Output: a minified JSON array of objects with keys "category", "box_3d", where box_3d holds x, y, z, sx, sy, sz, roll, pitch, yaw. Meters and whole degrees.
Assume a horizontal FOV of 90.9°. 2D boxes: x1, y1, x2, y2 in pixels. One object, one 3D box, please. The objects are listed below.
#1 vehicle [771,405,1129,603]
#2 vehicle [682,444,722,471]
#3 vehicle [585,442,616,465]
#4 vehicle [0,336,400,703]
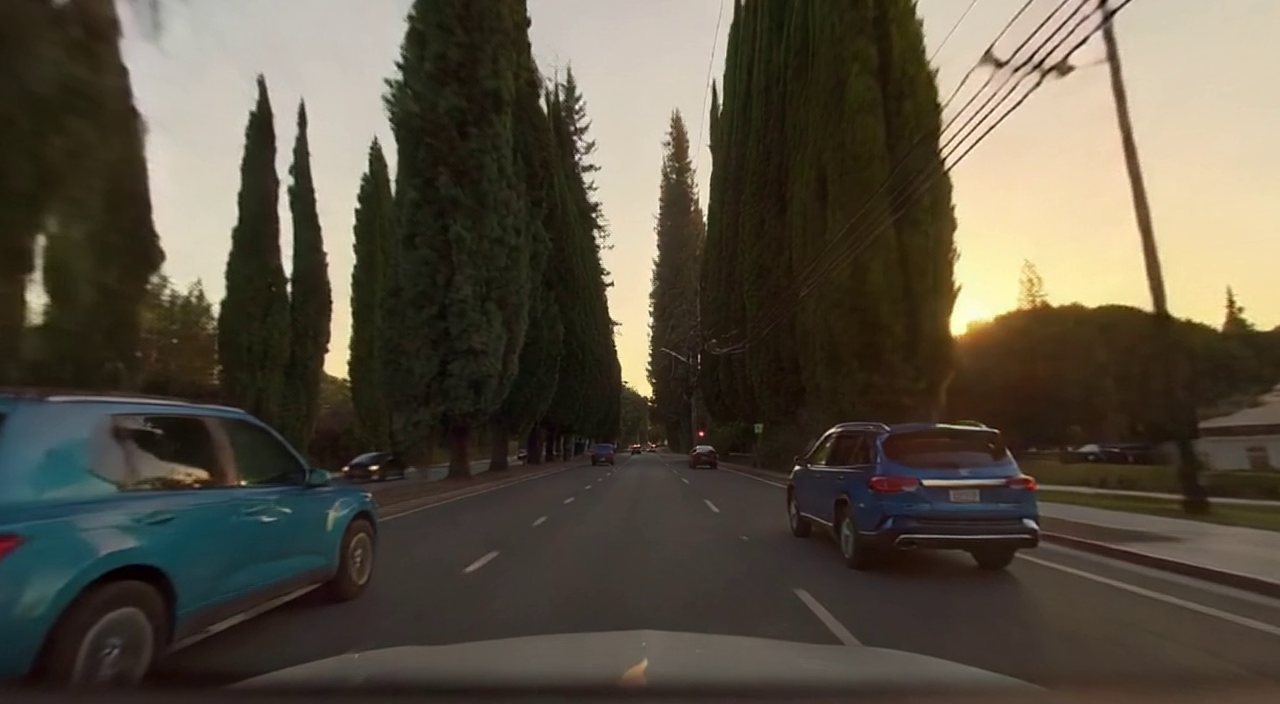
[{"category":"vehicle","box_3d":[3.223,1.682,7.902,2.182,1.744,4.464,0,-9,0]},{"category":"vehicle","box_3d":[3.631,6.294,37.807,1.906,1.468,4.422,0,-9,0]},{"category":"vehicle","box_3d":[-3.091,8.007,49.763,2.066,1.725,4.241,0,-8,1]},{"category":"vehicle","box_3d":[-3.604,1.093,4.251,2.104,1.785,4.494,0,-9,1]}]
